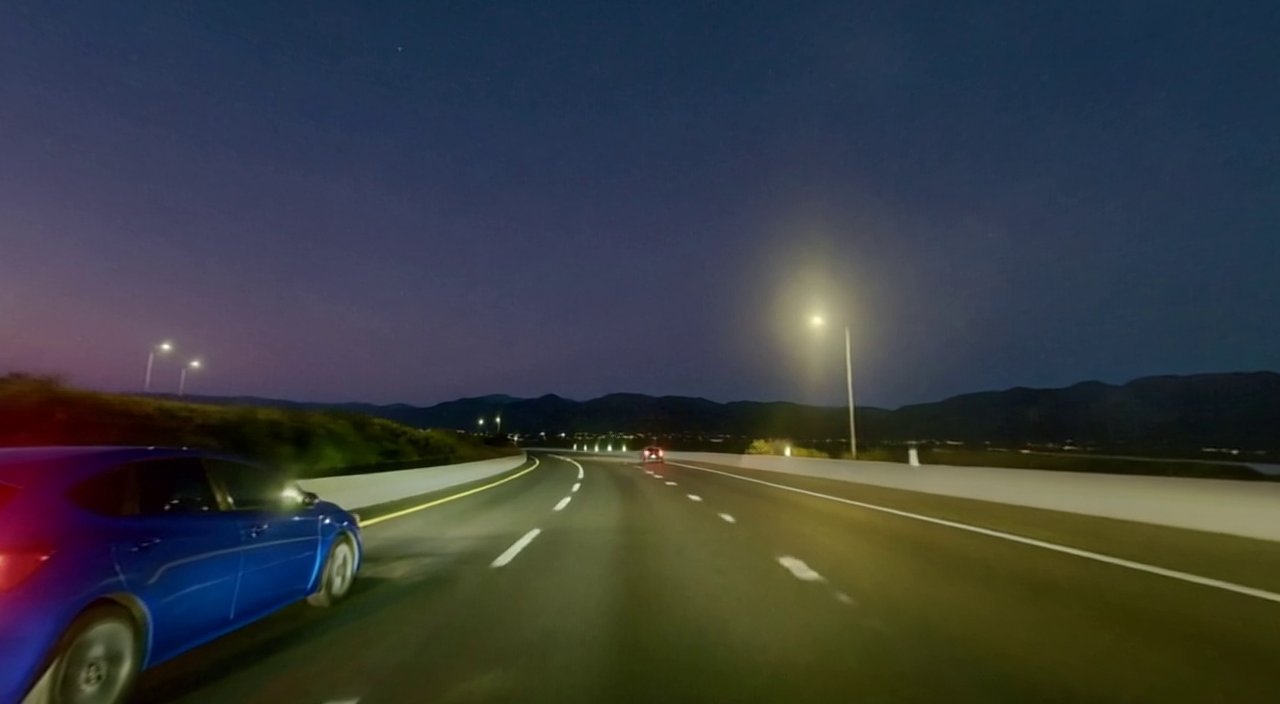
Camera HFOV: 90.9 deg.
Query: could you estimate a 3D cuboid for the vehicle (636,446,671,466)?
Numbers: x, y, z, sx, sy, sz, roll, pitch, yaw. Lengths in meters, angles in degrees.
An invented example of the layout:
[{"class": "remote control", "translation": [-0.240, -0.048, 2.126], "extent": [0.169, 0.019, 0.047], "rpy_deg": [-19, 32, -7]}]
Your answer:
[{"class": "vehicle", "translation": [0.973, 8.131, 49.463], "extent": [1.985, 1.440, 4.466], "rpy_deg": [1, -9, -9]}]
